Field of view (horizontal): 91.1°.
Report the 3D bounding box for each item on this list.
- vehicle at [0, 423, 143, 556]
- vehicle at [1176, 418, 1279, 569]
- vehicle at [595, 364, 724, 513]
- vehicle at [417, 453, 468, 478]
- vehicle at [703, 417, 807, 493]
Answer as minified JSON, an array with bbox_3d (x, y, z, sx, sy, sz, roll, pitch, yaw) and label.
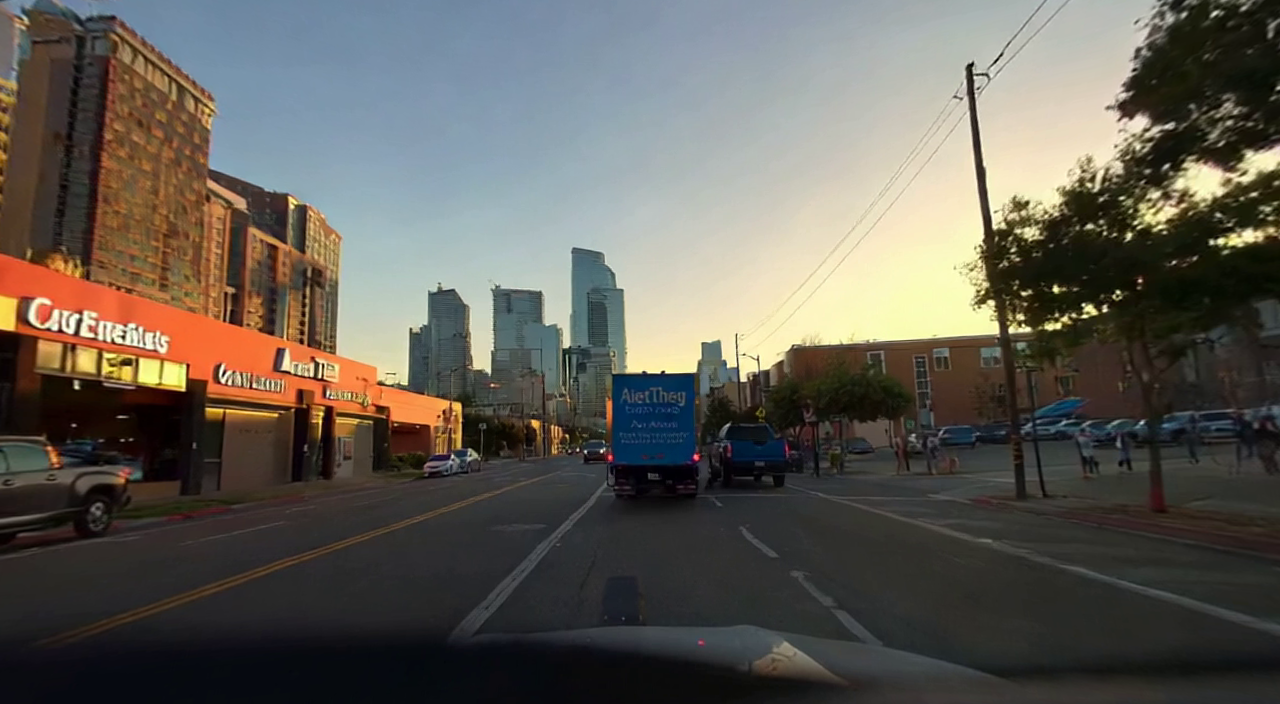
[{"bbox_3d":[-13.030,2.613,12.041,2.404,2.420,5.460,0,-9,1],"label":"vehicle"},{"bbox_3d":[9.560,1.620,7.315,4.463,1.677,2.003,-3,-9,16],"label":"vehicle"},{"bbox_3d":[0.285,2.145,15.531,2.517,2.926,6.177,0,-9,-2],"label":"vehicle"},{"bbox_3d":[-13.129,7.548,41.963,1.901,1.508,4.405,0,-8,1],"label":"vehicle"},{"bbox_3d":[3.441,3.236,20.029,2.346,2.062,5.236,0,-8,0],"label":"vehicle"}]
